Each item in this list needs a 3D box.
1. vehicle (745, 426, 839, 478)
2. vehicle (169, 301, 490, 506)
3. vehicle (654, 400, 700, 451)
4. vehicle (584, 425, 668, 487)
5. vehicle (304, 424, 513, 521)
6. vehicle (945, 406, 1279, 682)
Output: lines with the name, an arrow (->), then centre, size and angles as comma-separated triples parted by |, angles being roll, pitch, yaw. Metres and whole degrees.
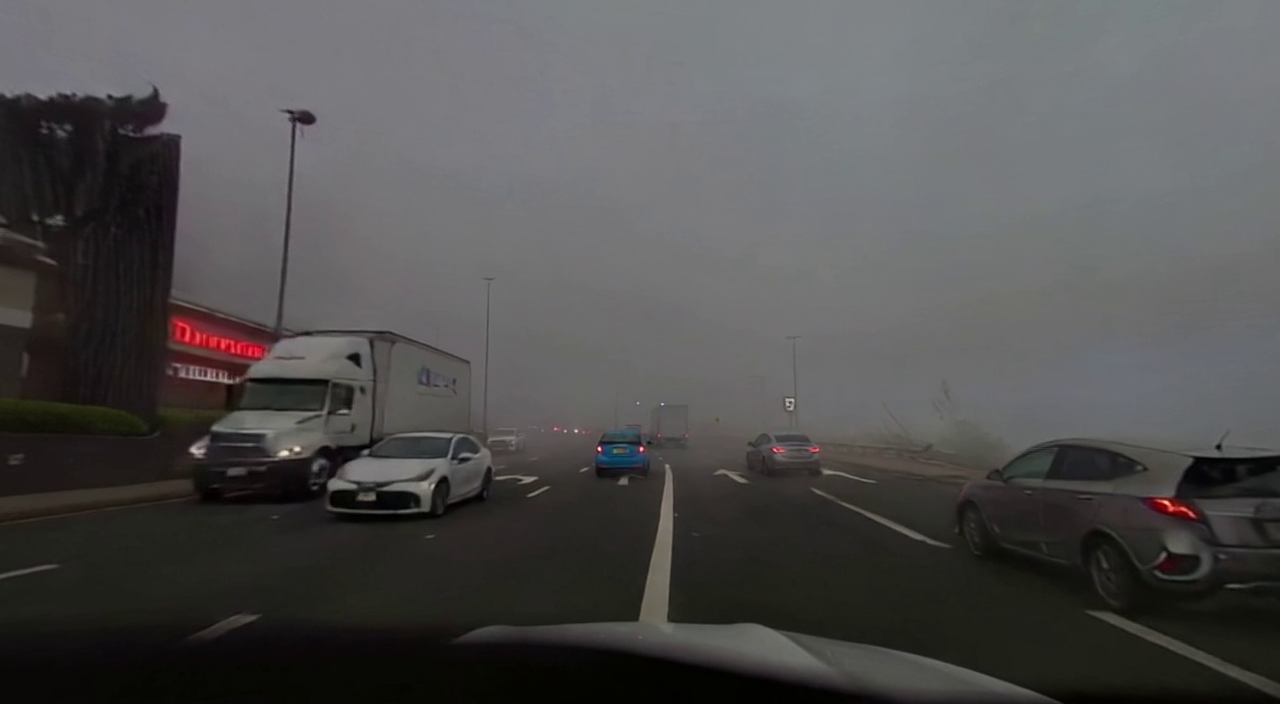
vehicle -> 4.670, 3.128, 19.972 | 1.889, 1.480, 3.876 | 0, -8, -2
vehicle -> -6.981, 1.605, 16.828 | 2.986, 3.821, 10.059 | 0, -8, 3
vehicle -> 2.625, 5.545, 46.836 | 2.917, 3.482, 6.946 | 0, -8, -1
vehicle -> -0.314, 2.722, 16.843 | 1.991, 1.472, 3.518 | 0, -8, 1
vehicle -> -3.944, 2.115, 11.744 | 1.964, 1.428, 4.481 | 0, -8, 4
vehicle -> 4.496, 1.224, 4.896 | 2.081, 1.434, 4.833 | 0, -8, 3
